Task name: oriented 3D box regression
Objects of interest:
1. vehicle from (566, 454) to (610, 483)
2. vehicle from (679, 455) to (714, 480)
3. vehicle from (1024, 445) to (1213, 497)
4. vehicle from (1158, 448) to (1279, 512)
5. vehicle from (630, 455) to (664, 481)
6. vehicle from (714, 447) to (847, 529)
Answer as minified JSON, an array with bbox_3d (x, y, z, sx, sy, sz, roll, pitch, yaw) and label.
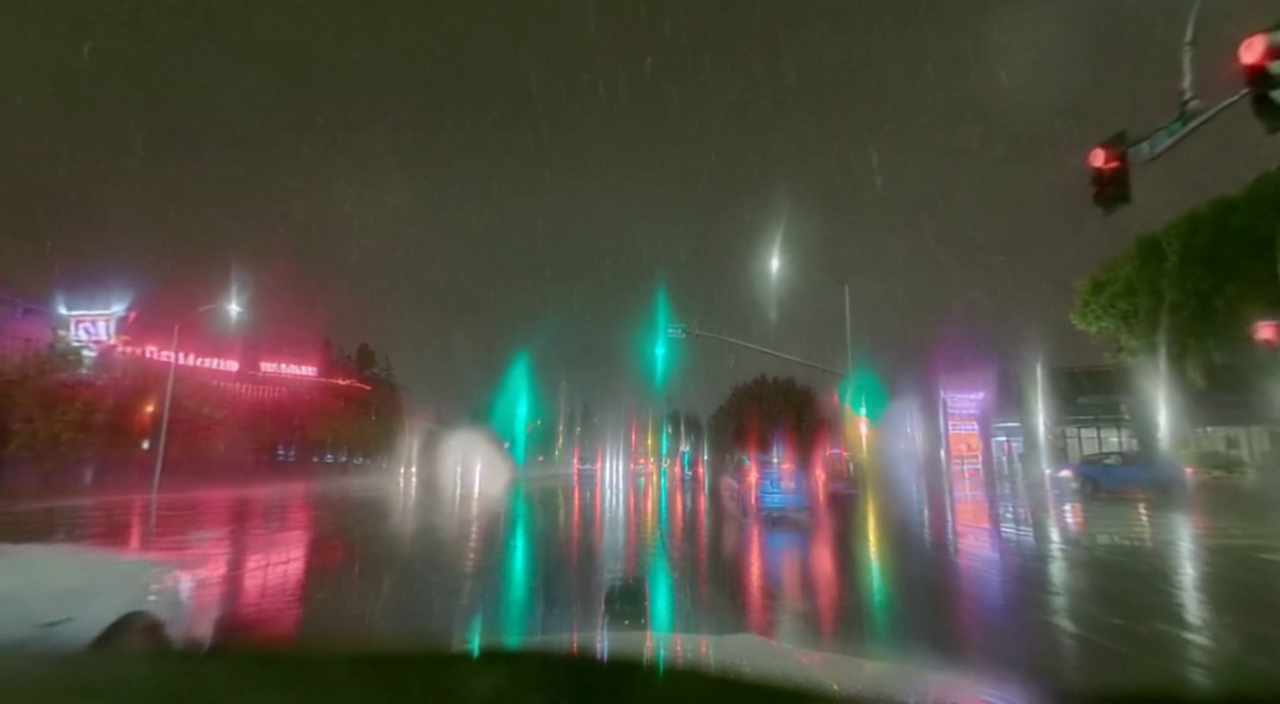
[{"bbox_3d":[-2.901,6.614,36.055,2.040,1.471,4.211,0,-9,1],"label":"vehicle"},{"bbox_3d":[3.718,7.697,42.255,1.931,1.552,4.125,0,-9,0],"label":"vehicle"},{"bbox_3d":[16.264,4.053,21.650,4.637,1.654,2.277,0,-9,-1],"label":"vehicle"},{"bbox_3d":[15.496,3.018,15.114,4.481,1.427,1.830,0,-9,-1],"label":"vehicle"},{"bbox_3d":[0.409,7.273,39.765,2.070,1.460,4.118,0,-9,-1],"label":"vehicle"},{"bbox_3d":[2.881,2.873,13.949,1.946,1.513,4.133,0,-9,-1],"label":"vehicle"}]
